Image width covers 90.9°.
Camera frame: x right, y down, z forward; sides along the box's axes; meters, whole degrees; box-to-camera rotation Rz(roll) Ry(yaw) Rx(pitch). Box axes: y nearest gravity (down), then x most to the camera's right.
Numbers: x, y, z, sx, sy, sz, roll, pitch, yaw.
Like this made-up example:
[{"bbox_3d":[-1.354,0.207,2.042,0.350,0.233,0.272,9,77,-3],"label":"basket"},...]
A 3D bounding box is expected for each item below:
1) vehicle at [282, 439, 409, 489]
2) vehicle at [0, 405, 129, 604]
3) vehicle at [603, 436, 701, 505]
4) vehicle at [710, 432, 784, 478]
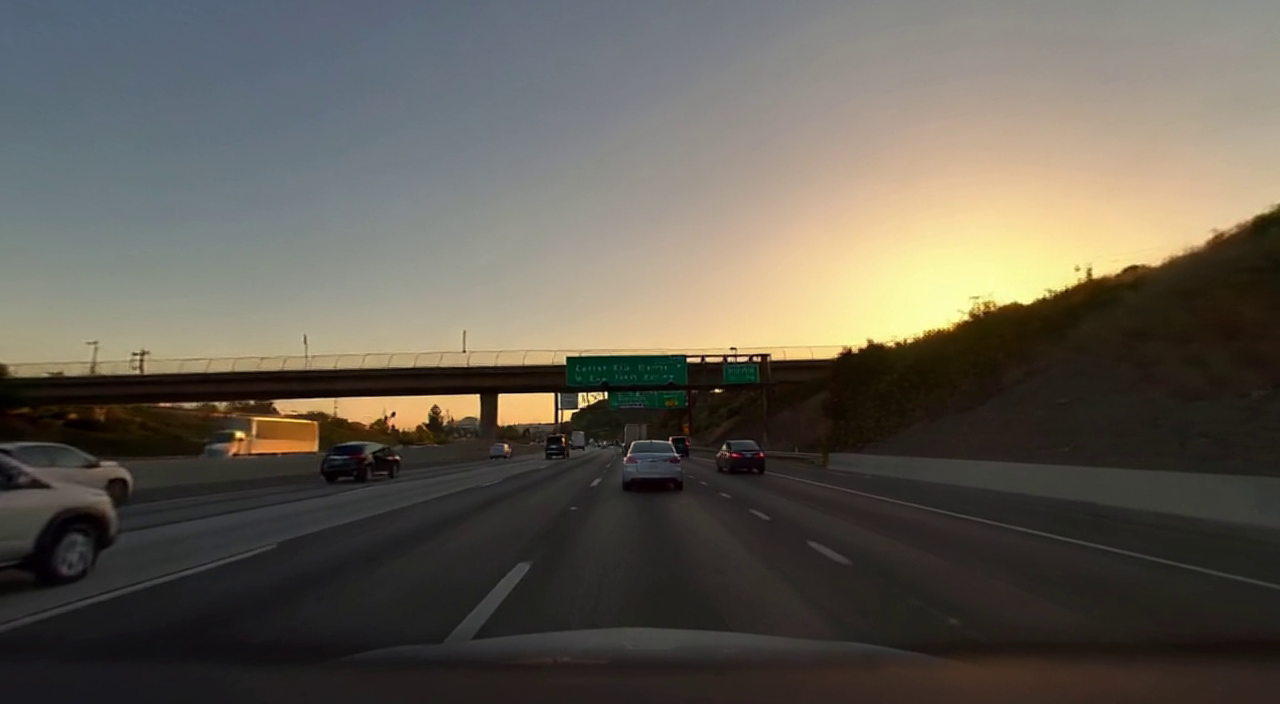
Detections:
[{"bbox_3d":[-10.058,3.847,22.053,2.019,1.510,4.992,0,-8,0],"label":"vehicle"},{"bbox_3d":[-6.436,1.170,4.477,2.060,1.669,4.242,0,-8,-1],"label":"vehicle"},{"bbox_3d":[0.197,2.815,15.463,2.042,1.446,4.269,0,-8,-1],"label":"vehicle"},{"bbox_3d":[4.251,4.161,25.743,2.100,1.707,4.342,0,-8,-2],"label":"vehicle"}]
